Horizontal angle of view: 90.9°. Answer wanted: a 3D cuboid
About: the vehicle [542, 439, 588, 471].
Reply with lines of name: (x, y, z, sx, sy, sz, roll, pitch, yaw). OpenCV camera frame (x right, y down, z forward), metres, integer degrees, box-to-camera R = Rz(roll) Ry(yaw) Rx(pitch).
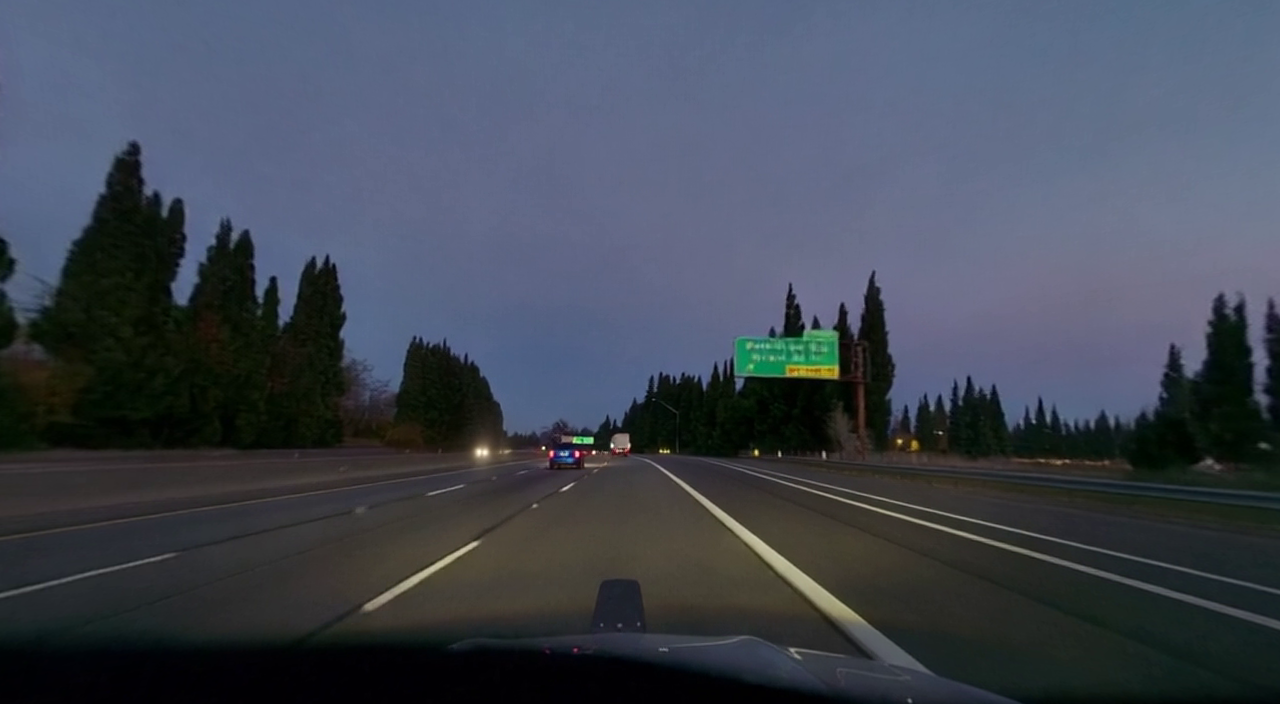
vehicle: (-4.249, 5.924, 36.586, 2.162, 1.724, 4.537, 0, -8, -1)
